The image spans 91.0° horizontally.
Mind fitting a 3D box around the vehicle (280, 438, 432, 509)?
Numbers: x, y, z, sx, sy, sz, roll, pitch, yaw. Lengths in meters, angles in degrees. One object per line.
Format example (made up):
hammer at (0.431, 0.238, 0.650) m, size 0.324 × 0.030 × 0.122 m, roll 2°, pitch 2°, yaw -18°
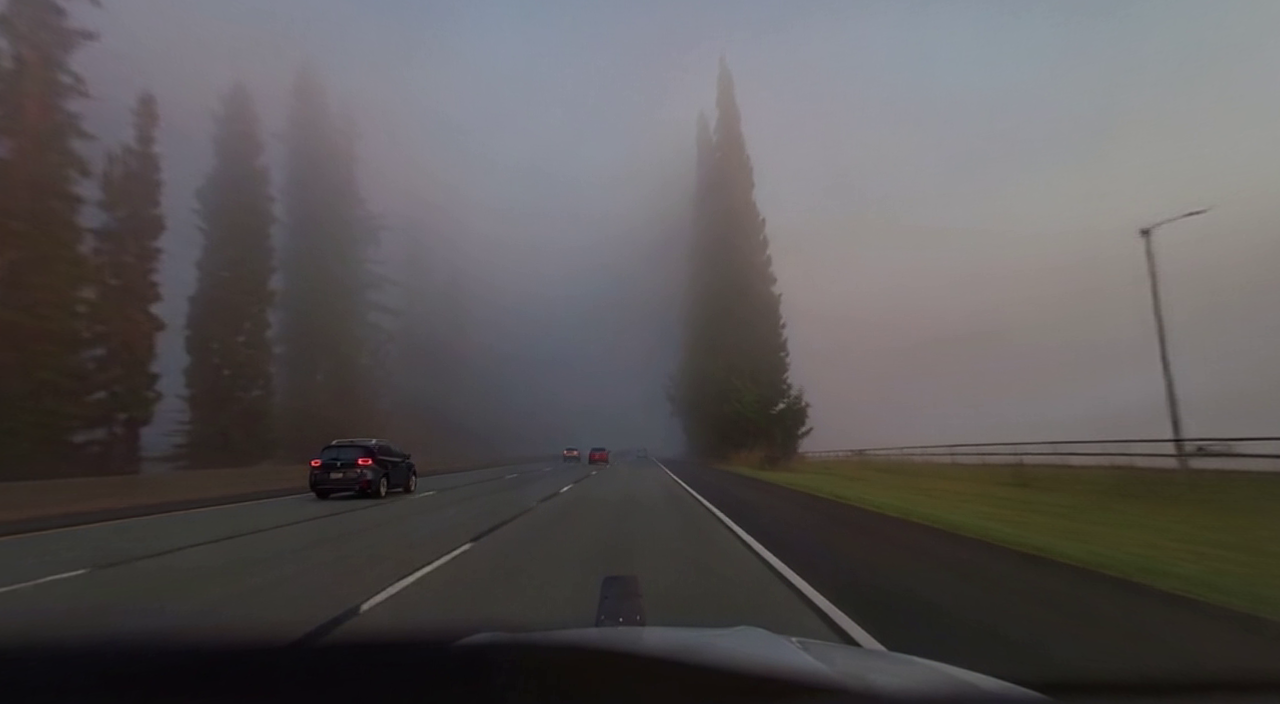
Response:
vehicle at (-7.223, 3.110, 16.593) m, size 2.007 × 1.616 × 4.141 m, roll 0°, pitch -9°, yaw 1°
